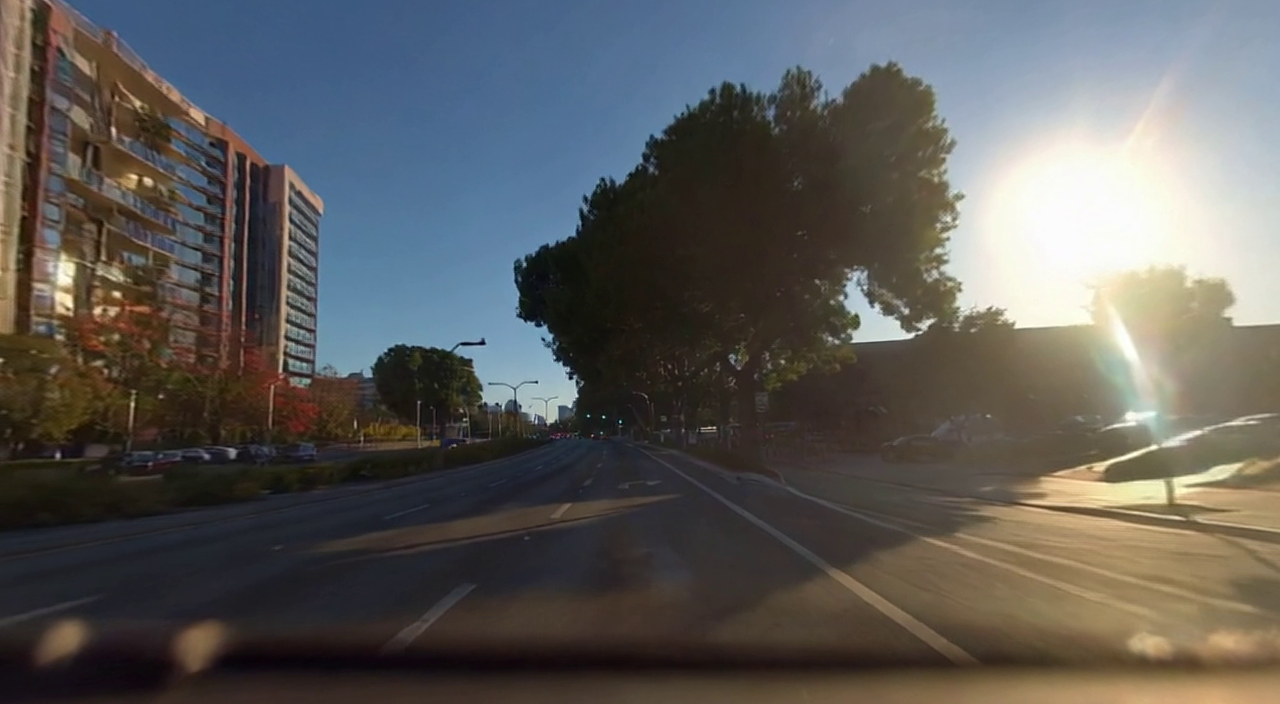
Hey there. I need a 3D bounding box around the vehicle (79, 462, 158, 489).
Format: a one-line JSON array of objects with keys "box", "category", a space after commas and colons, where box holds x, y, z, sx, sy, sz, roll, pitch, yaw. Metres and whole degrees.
[{"box": [-32.855, 7.773, 39.926, 1.794, 1.427, 3.715, 2, -9, 0], "category": "vehicle"}]
